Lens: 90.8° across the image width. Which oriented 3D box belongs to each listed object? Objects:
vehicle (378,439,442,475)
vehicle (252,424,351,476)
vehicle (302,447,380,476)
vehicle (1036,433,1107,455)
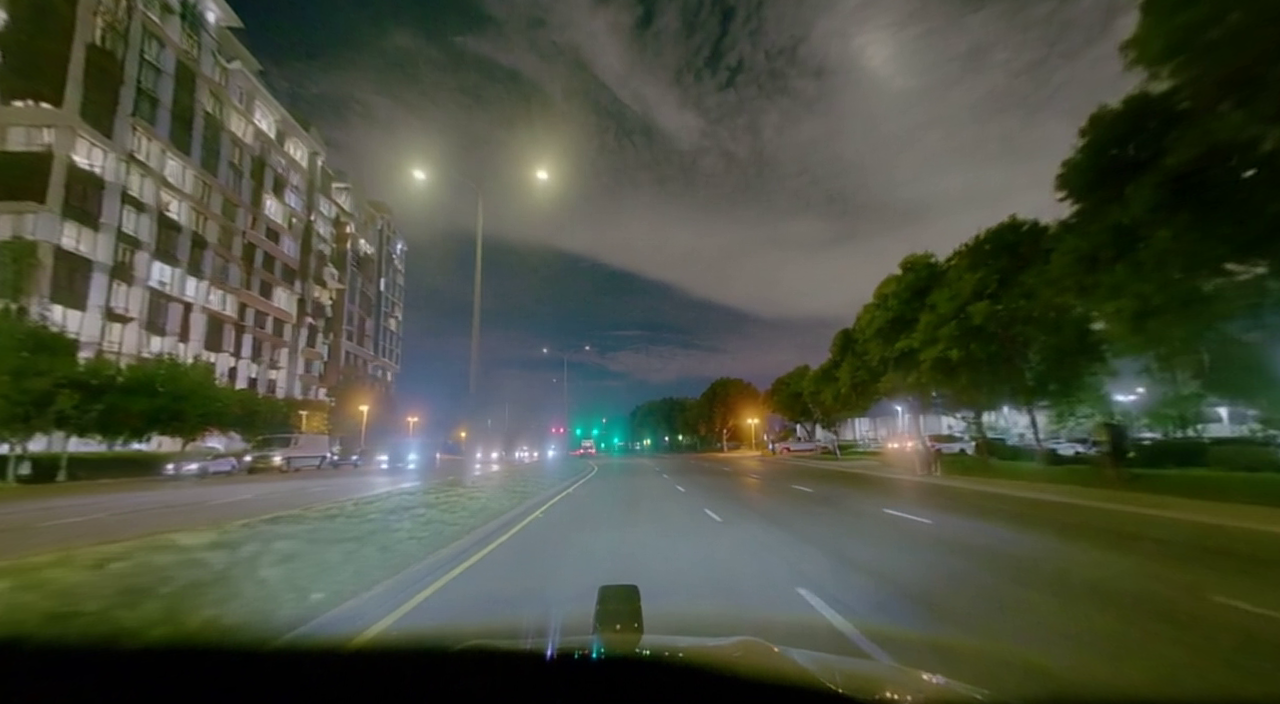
[{"bbox_3d":[-12.777,5.842,35.410,1.816,1.843,4.863,0,-8,-2],"label":"vehicle"},{"bbox_3d":[-20.694,6.045,39.109,2.601,2.866,6.588,0,-9,-2],"label":"vehicle"},{"bbox_3d":[-16.324,5.994,34.813,2.206,1.483,4.526,0,-8,-2],"label":"vehicle"},{"bbox_3d":[31.136,6.634,45.584,4.313,1.549,1.851,3,-9,-18],"label":"vehicle"}]
